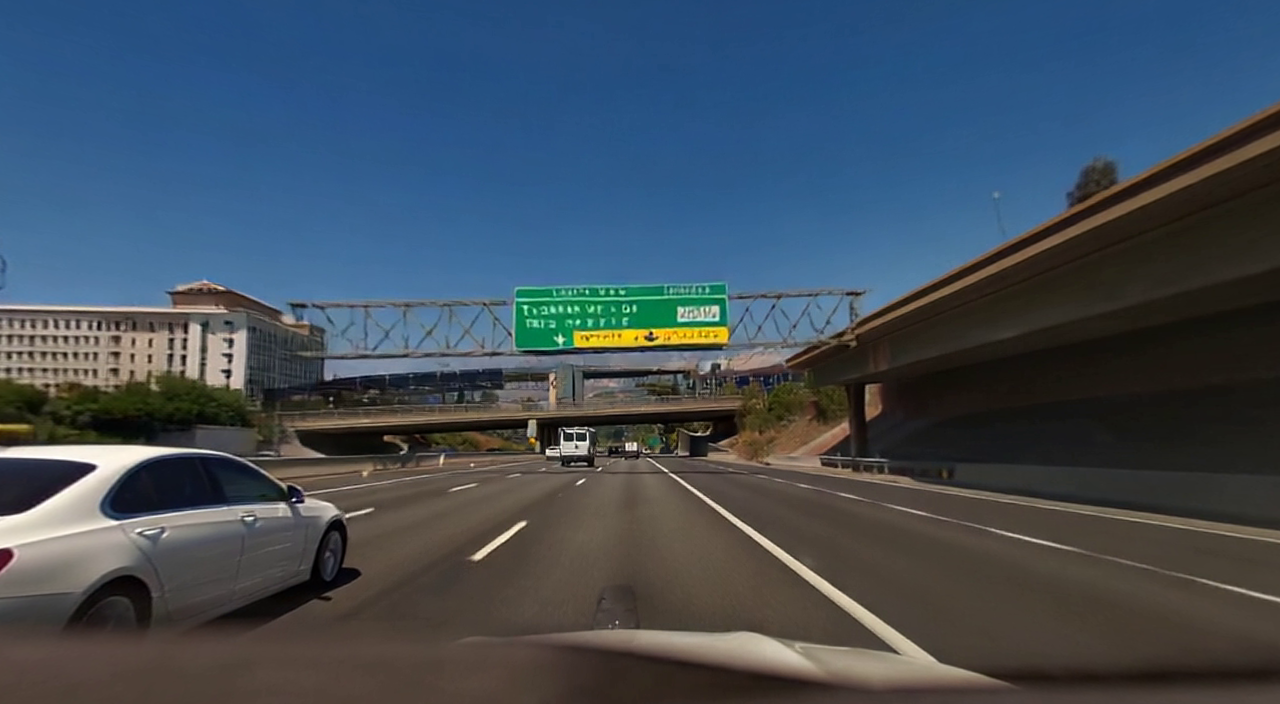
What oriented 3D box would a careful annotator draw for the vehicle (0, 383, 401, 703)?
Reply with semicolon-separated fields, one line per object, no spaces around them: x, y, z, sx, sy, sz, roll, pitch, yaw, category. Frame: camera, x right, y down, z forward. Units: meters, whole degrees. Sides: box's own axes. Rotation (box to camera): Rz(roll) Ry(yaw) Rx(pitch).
-3.574;1.190;4.413;2.025;1.556;4.594;0;-8;0;vehicle

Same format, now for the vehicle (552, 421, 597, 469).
-4.221;6.193;42.162;2.364;2.953;6.732;0;-8;-1;vehicle
